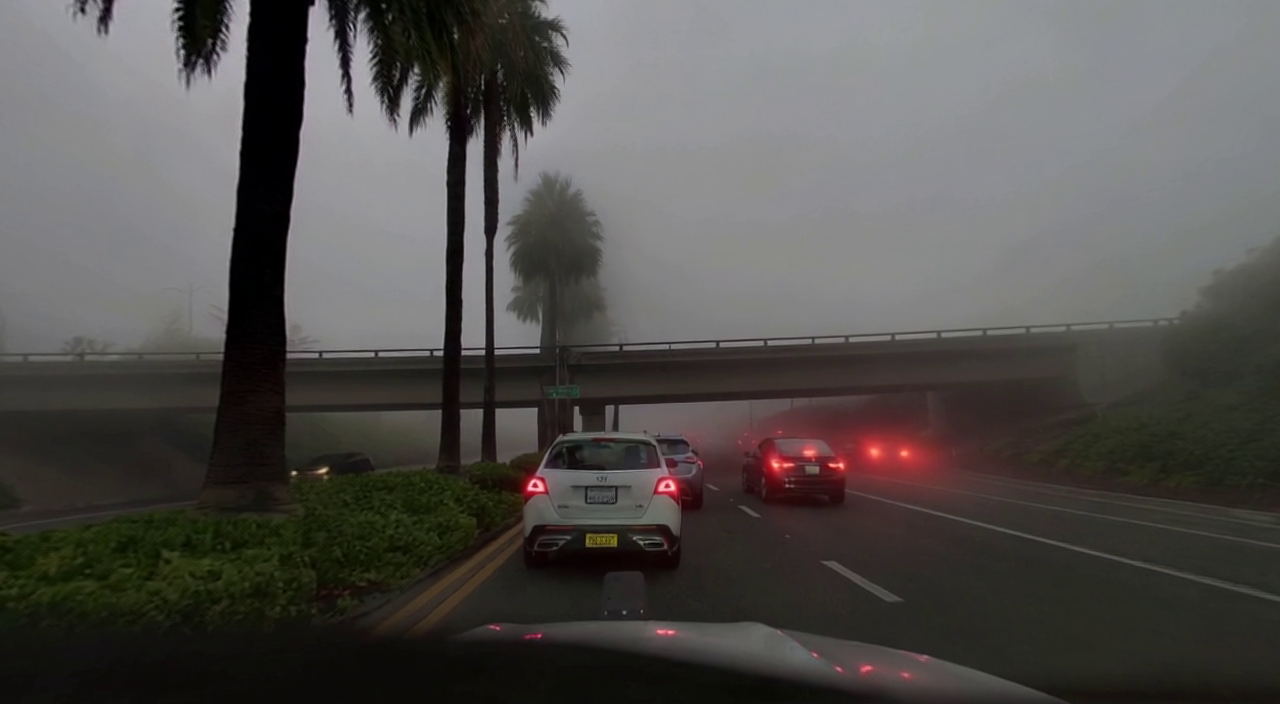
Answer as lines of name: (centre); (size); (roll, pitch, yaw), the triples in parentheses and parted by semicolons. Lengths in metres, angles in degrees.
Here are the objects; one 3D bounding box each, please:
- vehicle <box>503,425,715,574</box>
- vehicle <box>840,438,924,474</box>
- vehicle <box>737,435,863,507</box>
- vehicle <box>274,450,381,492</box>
vehicle: (-0.254, 1.819, 8.521); (2.172, 1.506, 4.018); (0, -8, 2)
vehicle: (10.855, 4.698, 28.524); (2.100, 1.469, 4.772); (0, -9, 3)
vehicle: (3.817, 2.928, 15.975); (2.034, 1.517, 4.840); (0, -8, 1)
vehicle: (-12.295, 4.670, 25.064); (1.933, 1.486, 4.449); (0, -8, 0)
